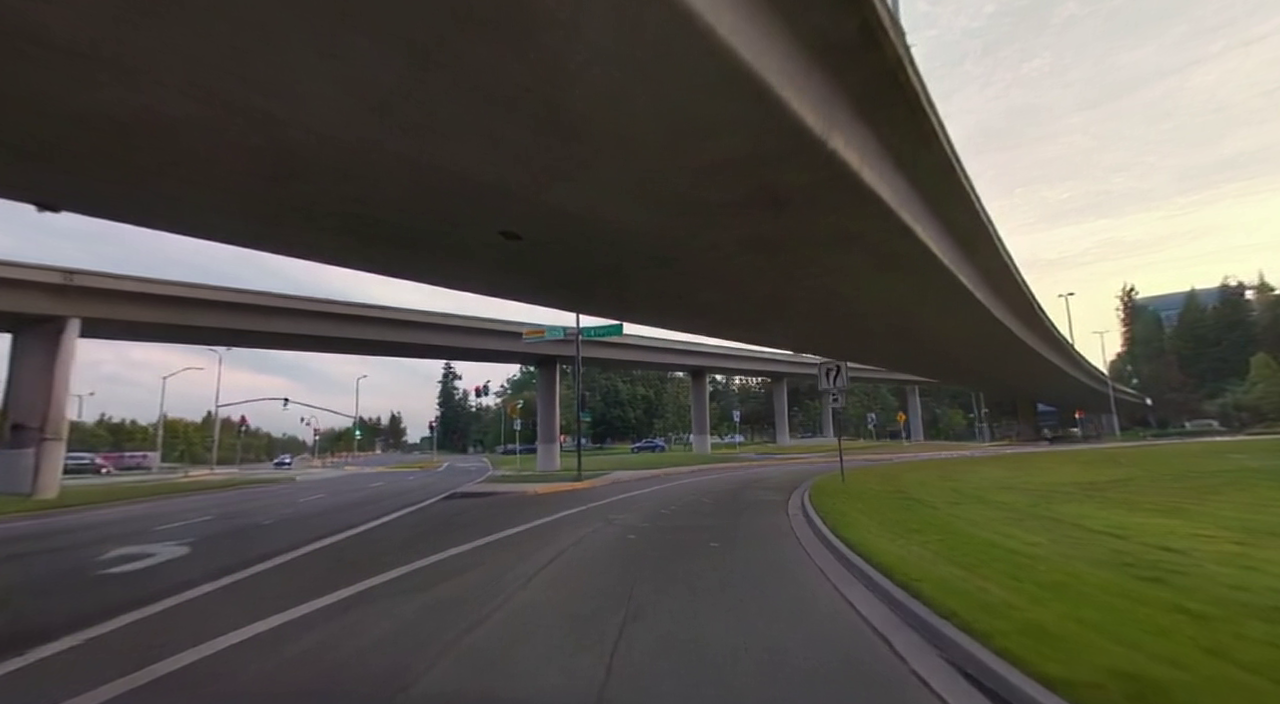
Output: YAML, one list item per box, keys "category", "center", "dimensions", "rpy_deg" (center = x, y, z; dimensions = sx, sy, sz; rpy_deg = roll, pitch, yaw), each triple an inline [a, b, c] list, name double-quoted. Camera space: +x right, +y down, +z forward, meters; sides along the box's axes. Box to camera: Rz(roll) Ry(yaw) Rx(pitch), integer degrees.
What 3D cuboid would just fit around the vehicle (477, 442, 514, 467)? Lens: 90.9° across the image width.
- category: "vehicle"
  center: [-10.317, 7.375, 45.364]
  dimensions: [2.126, 1.717, 4.409]
  rpy_deg: [1, -9, -7]
